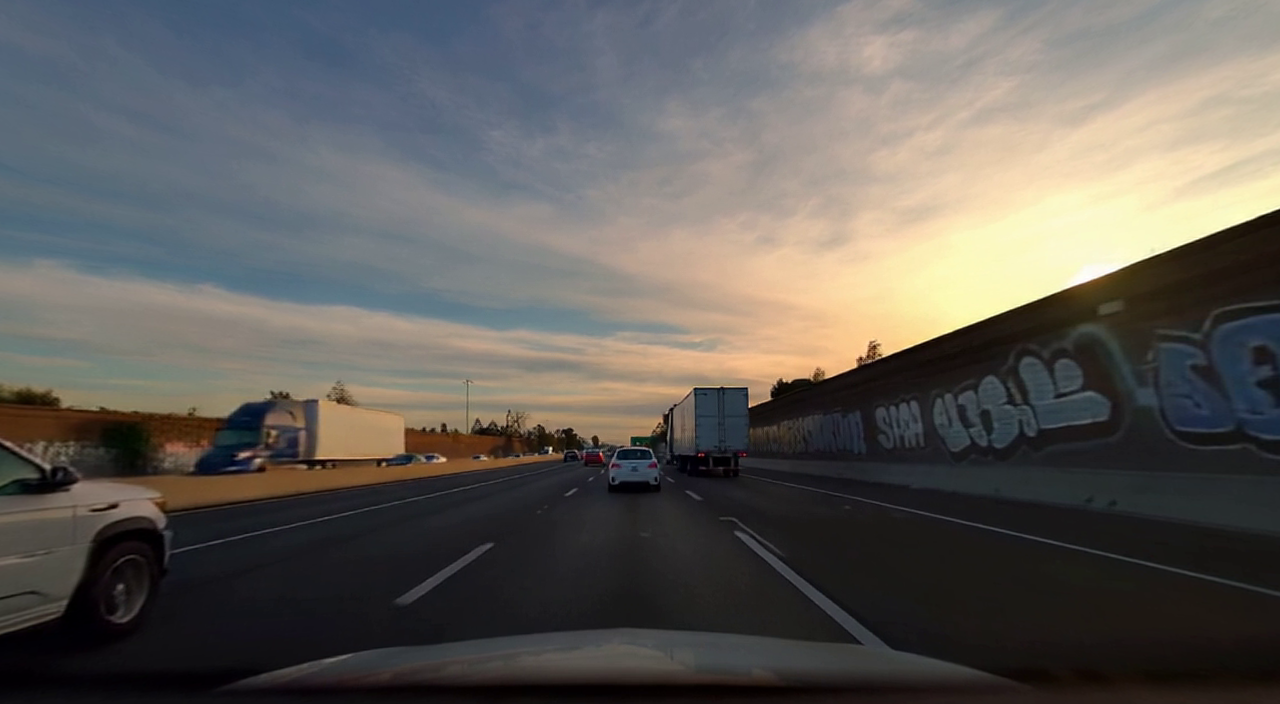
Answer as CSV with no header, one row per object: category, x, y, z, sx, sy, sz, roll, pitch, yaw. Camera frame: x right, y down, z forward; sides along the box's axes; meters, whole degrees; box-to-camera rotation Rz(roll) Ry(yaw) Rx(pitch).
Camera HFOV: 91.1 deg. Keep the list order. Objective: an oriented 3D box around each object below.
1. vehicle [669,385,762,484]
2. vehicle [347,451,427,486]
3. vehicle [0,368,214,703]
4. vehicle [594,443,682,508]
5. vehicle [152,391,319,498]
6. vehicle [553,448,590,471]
vehicle,3.425,4.474,33.169,2.902,4.014,14.446,0,-9,-1
vehicle,-12.024,5.564,30.270,1.985,1.486,4.568,0,-9,0
vehicle,-4.312,0.855,2.478,1.988,1.750,4.711,0,-9,-1
vehicle,-0.099,3.186,16.643,2.033,1.468,4.015,0,-9,-2
vehicle,-16.523,3.861,26.326,3.007,3.926,5.826,0,-9,-1
vehicle,-4.692,7.425,43.517,2.067,1.481,4.085,-1,-9,1
